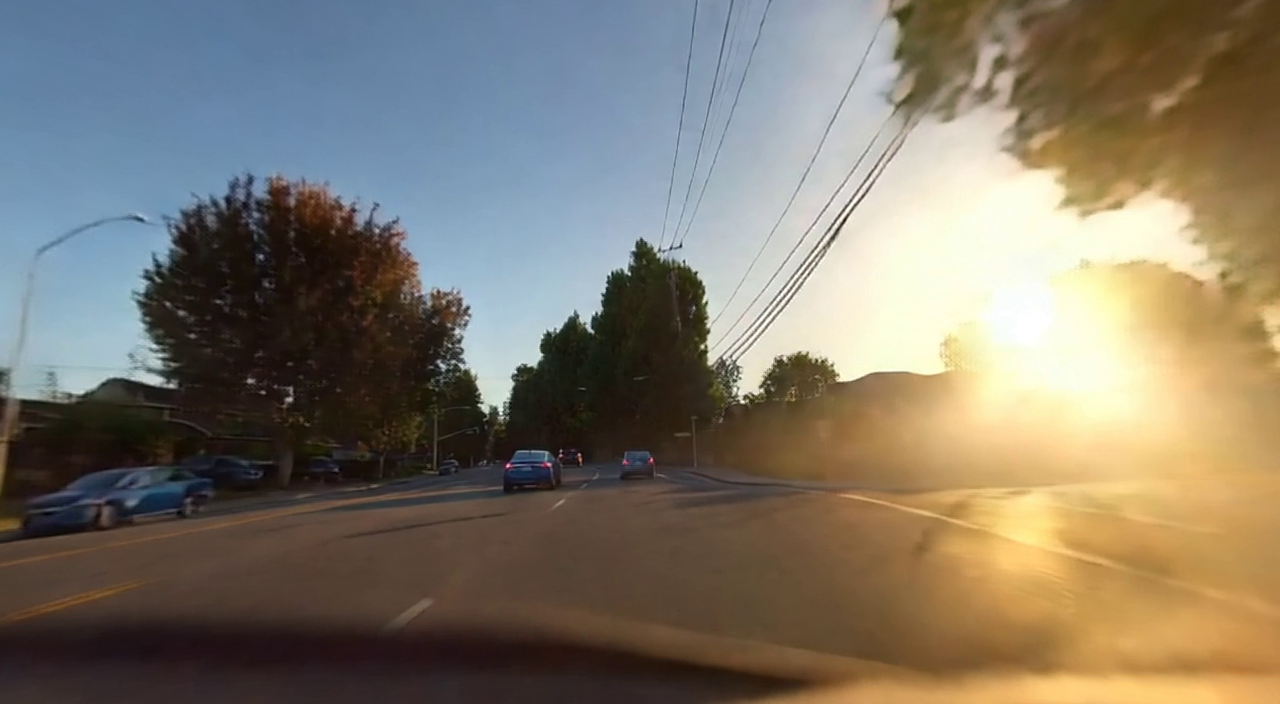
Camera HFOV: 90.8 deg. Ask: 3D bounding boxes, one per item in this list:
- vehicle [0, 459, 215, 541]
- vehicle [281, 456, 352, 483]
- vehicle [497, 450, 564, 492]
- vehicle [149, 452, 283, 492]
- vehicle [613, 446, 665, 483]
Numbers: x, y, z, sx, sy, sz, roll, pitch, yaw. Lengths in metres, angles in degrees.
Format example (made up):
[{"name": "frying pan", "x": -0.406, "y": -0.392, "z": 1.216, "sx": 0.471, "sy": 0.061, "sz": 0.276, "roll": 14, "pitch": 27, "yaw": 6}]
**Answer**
[{"name": "vehicle", "x": -14.309, "y": 3.925, "z": 17.427, "sx": 2.083, "sy": 1.817, "sz": 4.532, "roll": -1, "pitch": -9, "yaw": -2}, {"name": "vehicle", "x": -22.129, "y": 8.024, "z": 43.309, "sx": 3.836, "sy": 1.693, "sz": 1.849, "roll": 0, "pitch": -9, "yaw": -7}, {"name": "vehicle", "x": -4.053, "y": 4.475, "z": 24.138, "sx": 1.913, "sy": 1.425, "sz": 4.235, "roll": -1, "pitch": -9, "yaw": -2}, {"name": "vehicle", "x": -23.081, "y": 6.553, "z": 34.593, "sx": 5.681, "sy": 1.954, "sz": 2.200, "roll": -1, "pitch": -9, "yaw": -1}, {"name": "vehicle", "x": -0.132, "y": 5.145, "z": 29.267, "sx": 2.168, "sy": 1.504, "sz": 4.284, "roll": 0, "pitch": -9, "yaw": -3}]
